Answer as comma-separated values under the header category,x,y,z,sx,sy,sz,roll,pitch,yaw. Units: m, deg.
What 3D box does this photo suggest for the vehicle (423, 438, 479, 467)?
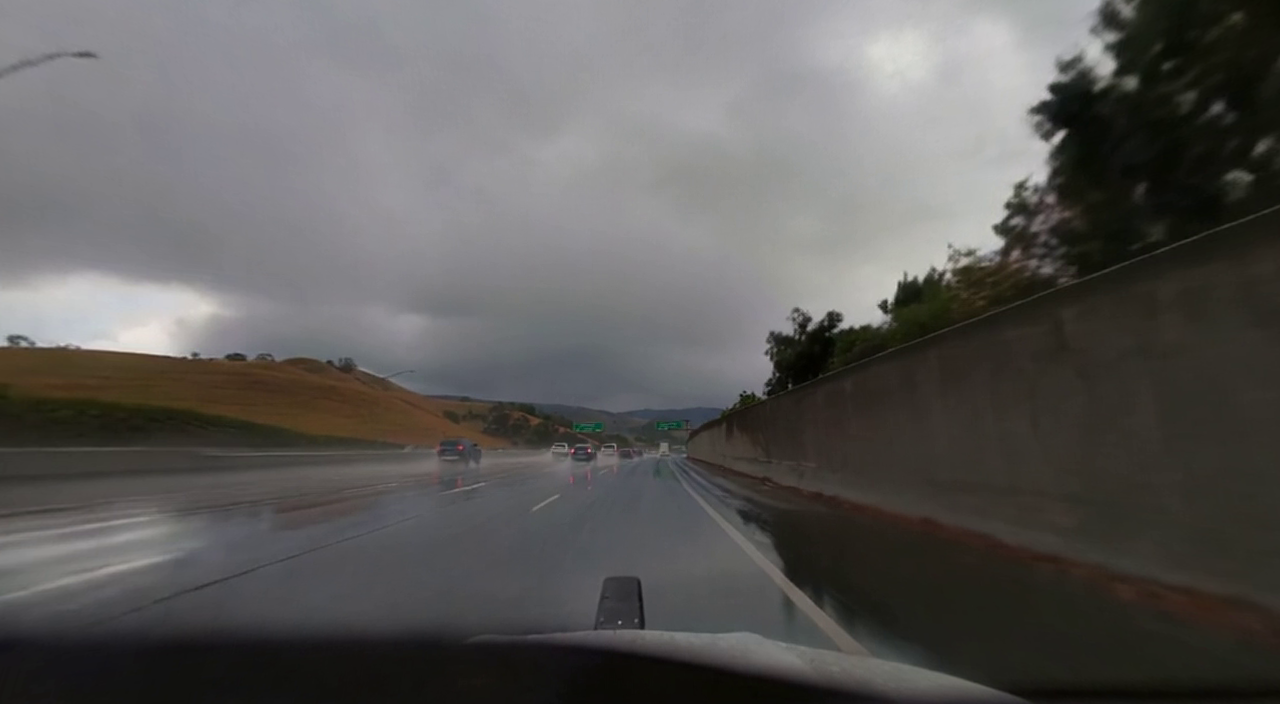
category,x,y,z,sx,sy,sz,roll,pitch,yaw
vehicle,-12.433,6.650,41.857,2.076,1.766,4.831,0,-8,2

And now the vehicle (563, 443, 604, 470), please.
category,x,y,z,sx,sy,sz,roll,pitch,yaw
vehicle,-3.297,6.198,37.550,1.931,1.492,4.076,0,-8,2
